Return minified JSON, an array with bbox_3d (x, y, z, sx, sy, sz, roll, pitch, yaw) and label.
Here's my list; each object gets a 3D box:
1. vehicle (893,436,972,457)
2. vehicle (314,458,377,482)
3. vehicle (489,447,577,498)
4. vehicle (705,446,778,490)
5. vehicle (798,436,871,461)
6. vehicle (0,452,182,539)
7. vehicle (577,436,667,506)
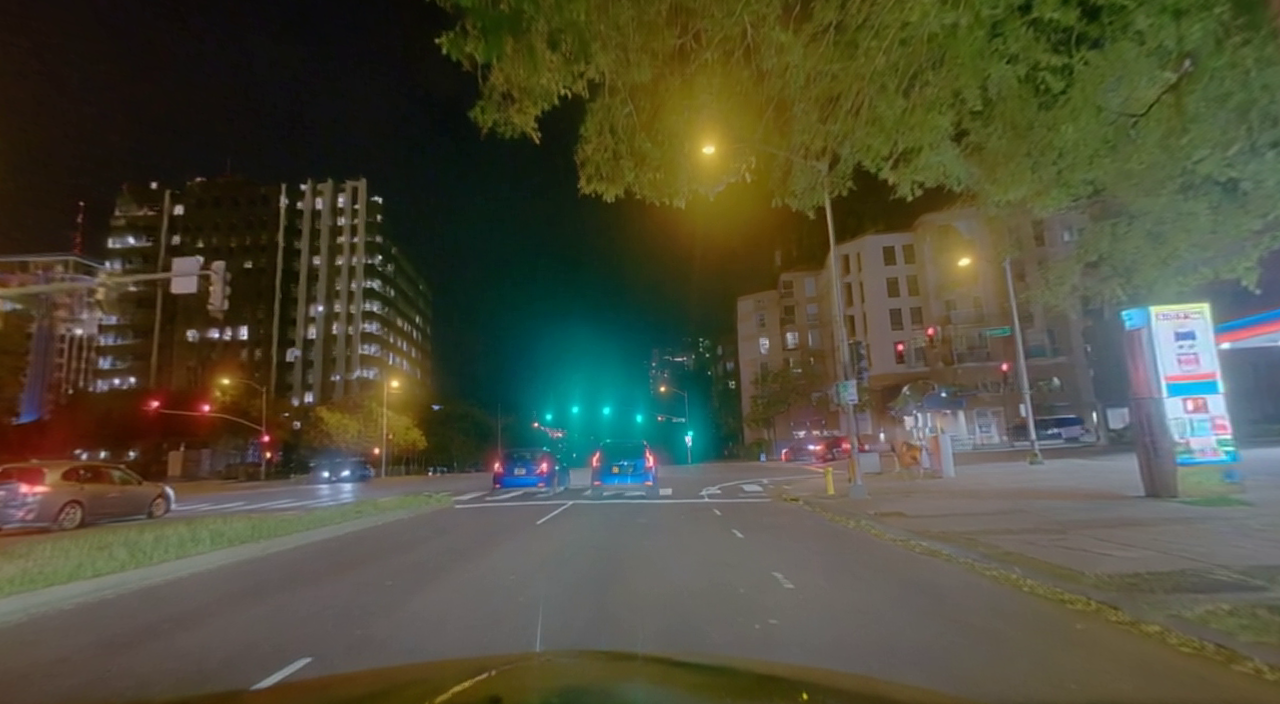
[{"bbox_3d":[20.699,6.686,44.826,4.700,1.417,1.789,0,-8,2],"label":"vehicle"},{"bbox_3d":[-20.831,8.372,44.929,1.949,1.480,4.932,0,-8,2],"label":"vehicle"},{"bbox_3d":[-3.372,3.897,20.870,2.003,1.492,4.291,0,-8,2],"label":"vehicle"},{"bbox_3d":[3.902,4.275,23.664,1.976,1.462,4.342,-3,-9,18],"label":"vehicle"},{"bbox_3d":[13.828,6.899,45.107,4.524,1.681,1.823,0,-8,0],"label":"vehicle"},{"bbox_3d":[-13.451,3.181,14.716,1.995,1.626,4.592,0,-8,2],"label":"vehicle"},{"bbox_3d":[-0.403,3.253,17.757,2.210,1.722,4.215,0,-8,1],"label":"vehicle"}]
